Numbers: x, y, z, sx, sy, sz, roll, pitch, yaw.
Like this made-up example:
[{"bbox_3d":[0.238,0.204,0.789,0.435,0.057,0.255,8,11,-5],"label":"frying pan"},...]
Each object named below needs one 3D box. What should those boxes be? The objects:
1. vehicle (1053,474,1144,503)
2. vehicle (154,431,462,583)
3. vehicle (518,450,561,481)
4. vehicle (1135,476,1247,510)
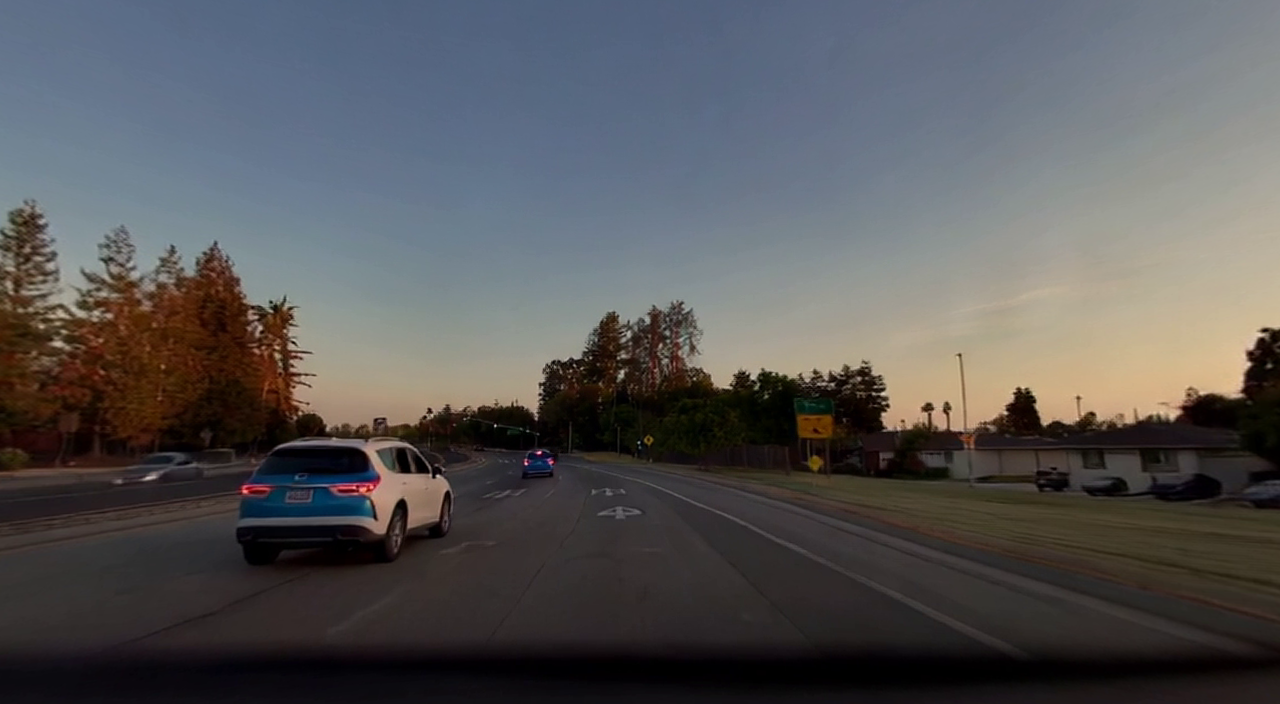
[{"bbox_3d":[32.135,9.567,44.530,1.820,1.626,5.319,2,-9,-9],"label":"vehicle"},{"bbox_3d":[-4.252,2.027,9.217,2.098,1.613,4.606,0,-9,-2],"label":"vehicle"},{"bbox_3d":[-5.229,5.953,33.294,1.904,1.476,3.736,1,-9,-5],"label":"vehicle"},{"bbox_3d":[33.307,8.510,38.447,1.967,1.647,4.948,1,-9,-8],"label":"vehicle"}]
